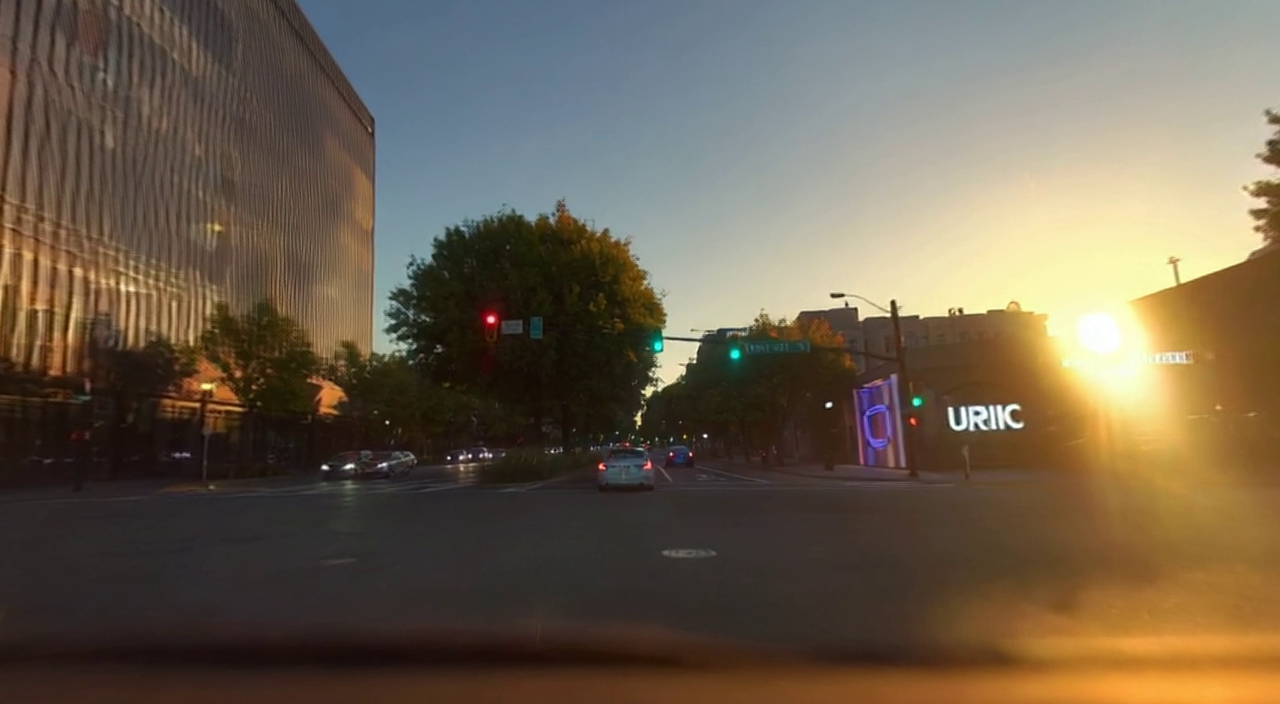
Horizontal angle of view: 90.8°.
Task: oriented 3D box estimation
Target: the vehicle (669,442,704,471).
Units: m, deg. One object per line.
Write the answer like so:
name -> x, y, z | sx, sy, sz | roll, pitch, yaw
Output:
vehicle -> 3.198, 7.209, 43.819 | 2.078, 1.799, 4.089 | 1, -8, -1

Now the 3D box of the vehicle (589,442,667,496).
vehicle -> -0.368, 3.522, 19.493 | 2.144, 1.398, 3.963 | 1, -8, -1

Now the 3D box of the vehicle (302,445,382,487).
vehicle -> -15.928, 6.072, 34.102 | 2.119, 1.815, 4.795 | -3, -7, -1

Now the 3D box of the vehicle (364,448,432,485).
vehicle -> -12.560, 5.922, 33.047 | 2.000, 1.507, 4.286 | -3, -7, -2
